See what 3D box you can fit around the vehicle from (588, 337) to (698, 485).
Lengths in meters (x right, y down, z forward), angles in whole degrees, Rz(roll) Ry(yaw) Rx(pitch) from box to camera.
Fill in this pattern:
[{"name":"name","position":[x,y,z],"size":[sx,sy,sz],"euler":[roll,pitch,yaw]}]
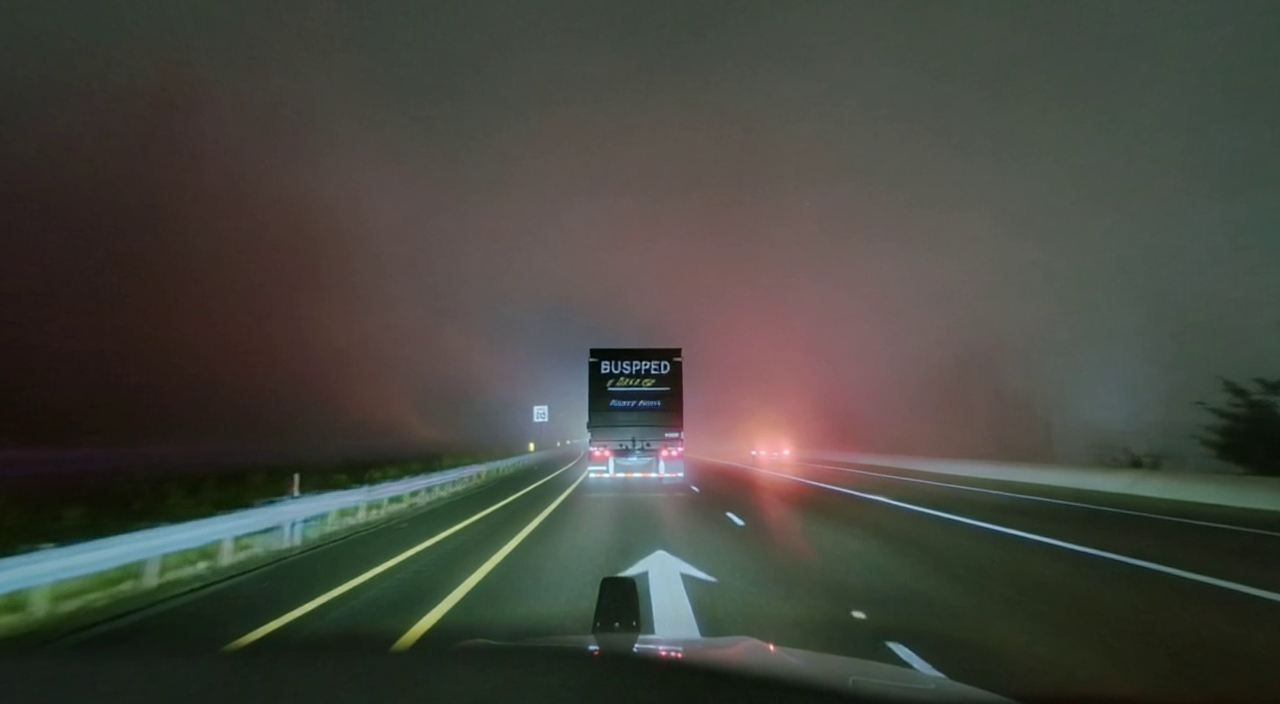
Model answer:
[{"name":"vehicle","position":[-0.043,2.129,20.937],"size":[2.870,3.911,8.697],"euler":[0,-8,-2]}]
